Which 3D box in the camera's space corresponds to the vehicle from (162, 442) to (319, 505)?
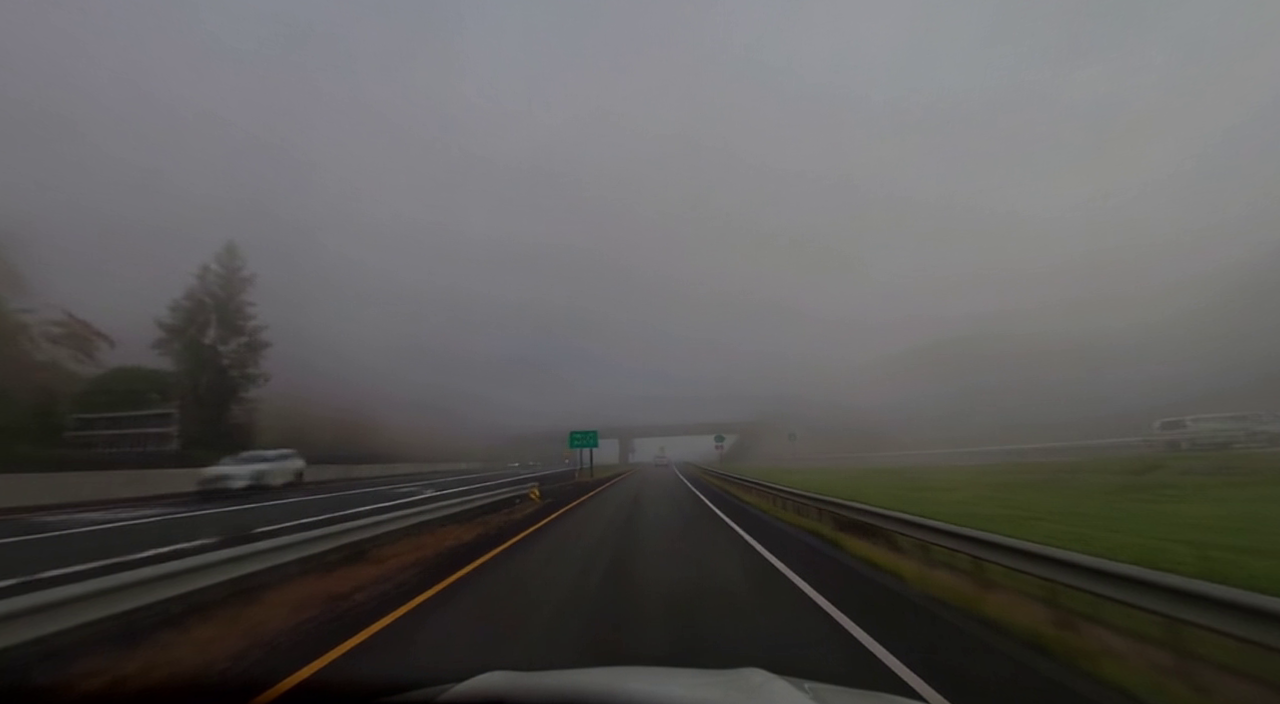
[{"bbox_3d":[-12.097,3.679,19.546,1.981,1.676,4.508,0,-9,-2],"label":"vehicle"}]
